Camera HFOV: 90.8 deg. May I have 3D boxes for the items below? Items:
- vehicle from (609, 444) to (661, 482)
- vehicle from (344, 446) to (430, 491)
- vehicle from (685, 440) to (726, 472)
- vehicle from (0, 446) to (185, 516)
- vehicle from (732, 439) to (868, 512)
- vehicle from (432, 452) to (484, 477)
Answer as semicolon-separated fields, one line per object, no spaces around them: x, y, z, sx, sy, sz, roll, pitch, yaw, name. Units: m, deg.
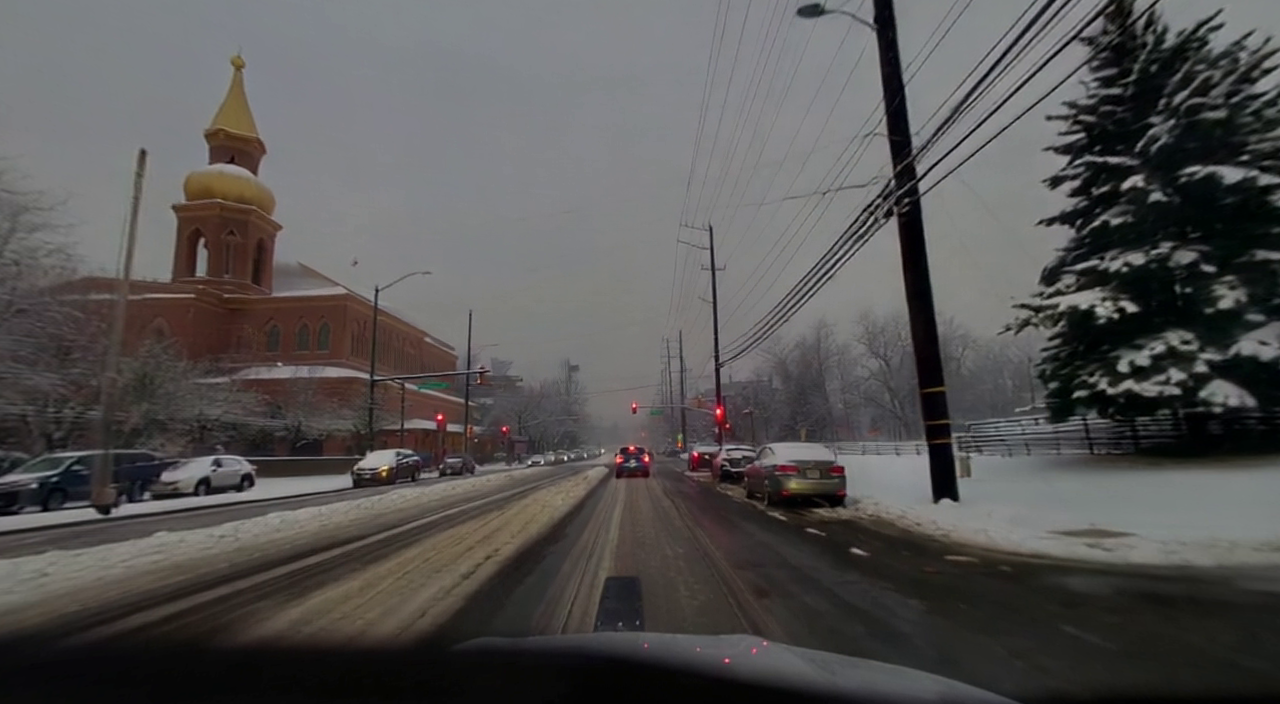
-0.220;4.723;27.198;2.049;1.453;4.299;0;-8;-1;vehicle
-12.258;5.624;31.006;2.071;1.814;5.185;-4;-8;0;vehicle
3.818;6.160;37.515;2.015;1.780;4.261;0;-8;1;vehicle
-18.531;4.294;21.254;4.888;1.920;2.055;-4;-9;0;vehicle
3.743;2.962;15.741;1.944;1.530;4.539;0;-8;-3;vehicle
-12.061;7.472;42.244;1.980;1.502;4.655;-1;-8;2;vehicle
